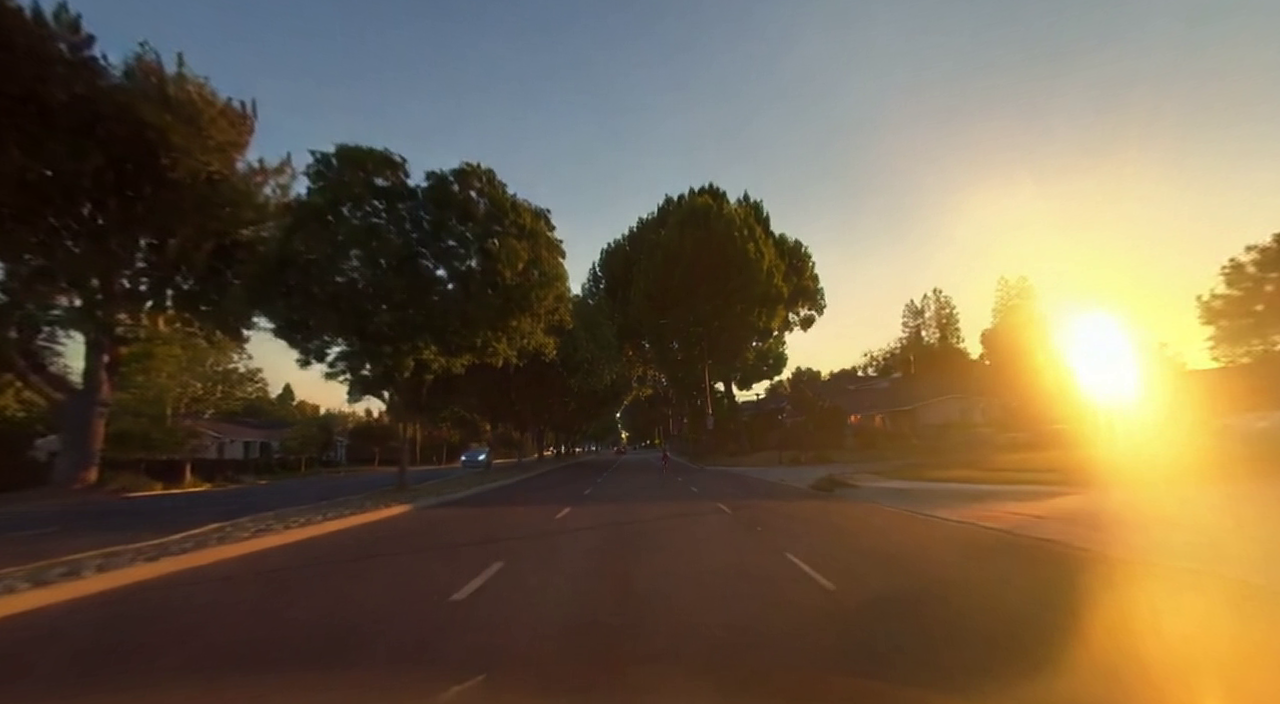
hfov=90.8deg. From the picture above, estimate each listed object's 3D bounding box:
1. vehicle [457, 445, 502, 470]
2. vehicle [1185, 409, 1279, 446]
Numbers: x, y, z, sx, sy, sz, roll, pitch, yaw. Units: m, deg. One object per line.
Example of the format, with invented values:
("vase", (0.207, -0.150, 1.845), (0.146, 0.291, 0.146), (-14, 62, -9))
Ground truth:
("vehicle", (-11.685, 7.649, 46.274), (2.070, 1.669, 4.576), (-1, -8, 1))
("vehicle", (24.982, 3.134, 25.971), (1.753, 1.379, 3.764), (-2, -9, 1))
